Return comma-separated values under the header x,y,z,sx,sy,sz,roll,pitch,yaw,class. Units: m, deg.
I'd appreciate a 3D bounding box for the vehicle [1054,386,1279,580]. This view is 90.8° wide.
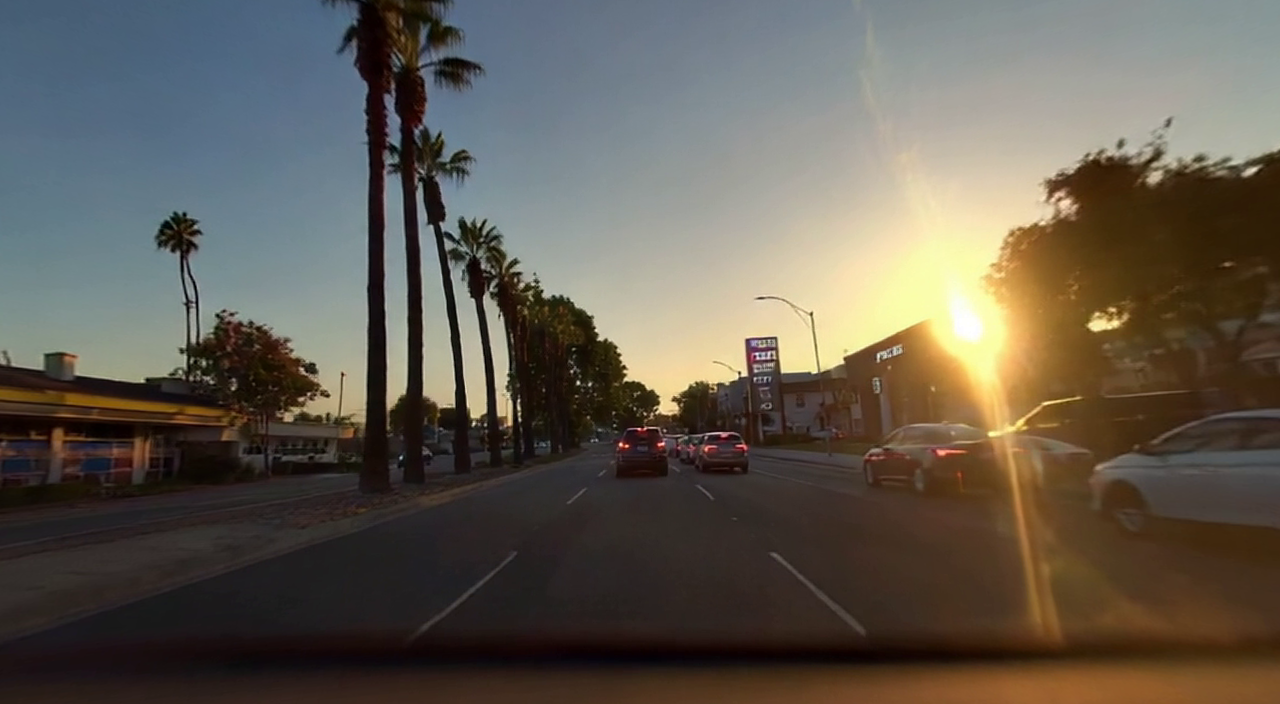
x,y,z,sx,sy,sz,roll,pitch,yaw,class
6.638,1.240,6.149,2.100,1.675,4.536,0,-9,0,vehicle

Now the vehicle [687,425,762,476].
x,y,z,sx,sy,sz,roll,pitch,yaw,class
3.171,3.821,24.652,2.187,1.777,4.444,0,-9,-2,vehicle

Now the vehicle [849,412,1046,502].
x,y,z,sx,sy,sz,roll,pitch,yaw,class
6.665,2.373,14.462,2.001,1.692,4.800,0,-9,-1,vehicle

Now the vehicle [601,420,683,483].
x,y,z,sx,sy,sz,roll,pitch,yaw,class
0.040,3.320,21.146,2.428,1.816,4.959,0,-9,-1,vehicle
